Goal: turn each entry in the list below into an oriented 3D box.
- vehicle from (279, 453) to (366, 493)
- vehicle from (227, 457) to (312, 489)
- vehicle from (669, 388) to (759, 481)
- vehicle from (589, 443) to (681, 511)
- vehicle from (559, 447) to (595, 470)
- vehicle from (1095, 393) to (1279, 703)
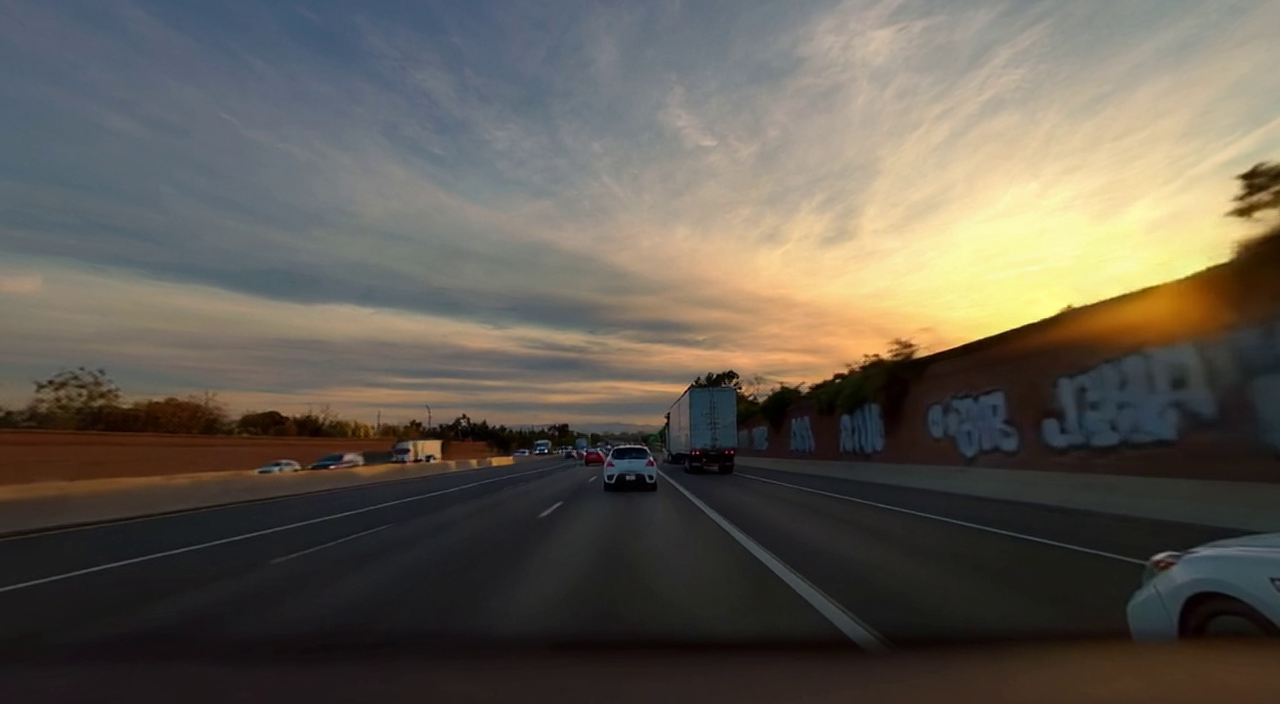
[{"bbox_3d":[-12.348,4.682,24.668,1.670,1.394,3.398,0,-9,-1],"label":"vehicle"},{"bbox_3d":[-20.926,6.832,35.754,2.073,1.552,4.501,0,-9,0],"label":"vehicle"},{"bbox_3d":[3.548,4.645,34.423,2.902,4.014,14.446,0,-9,-1],"label":"vehicle"},{"bbox_3d":[-0.190,3.091,16.030,2.033,1.468,4.015,0,-9,-2],"label":"vehicle"},{"bbox_3d":[-4.343,7.388,43.778,2.067,1.481,4.085,-1,-9,0],"label":"vehicle"},{"bbox_3d":[3.351,0.664,0.766,1.996,1.497,4.754,0,-9,0],"label":"vehicle"}]
